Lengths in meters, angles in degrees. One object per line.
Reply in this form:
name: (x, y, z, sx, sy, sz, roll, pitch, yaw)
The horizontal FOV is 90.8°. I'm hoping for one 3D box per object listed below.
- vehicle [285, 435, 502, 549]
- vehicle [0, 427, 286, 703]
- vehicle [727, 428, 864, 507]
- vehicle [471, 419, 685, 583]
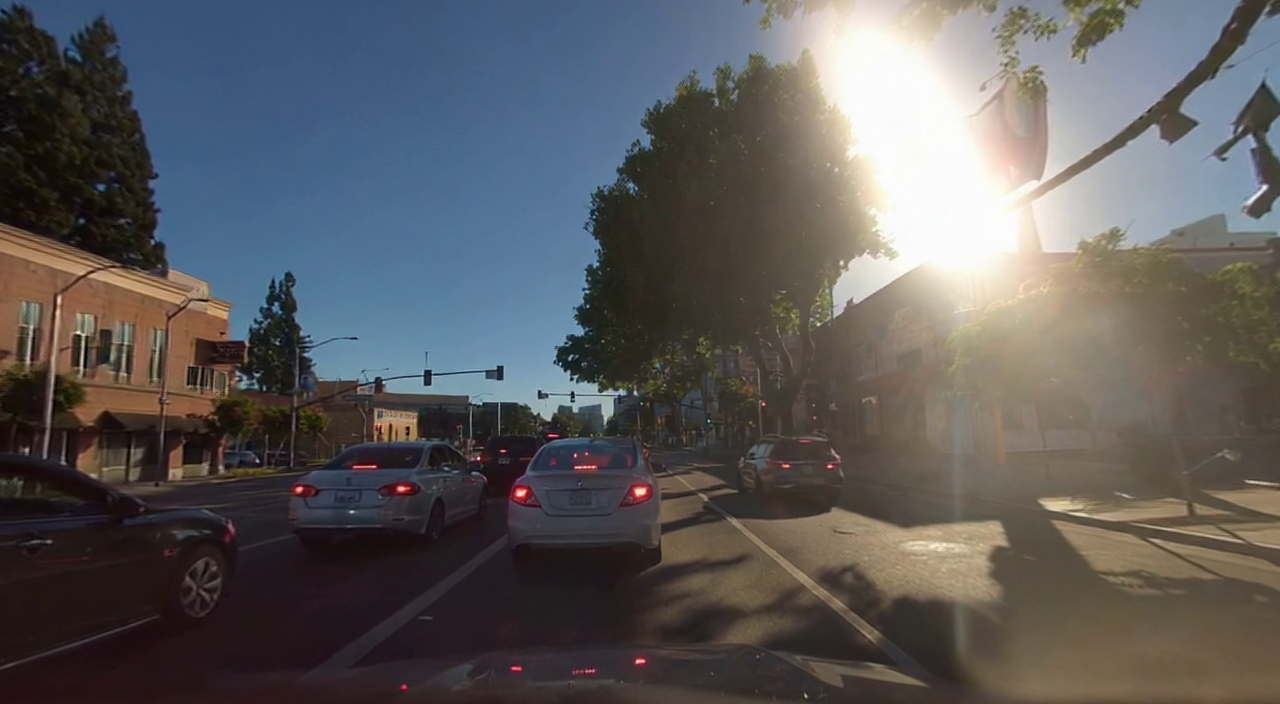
vehicle: (-3.736, 2.174, 10.508, 1.950, 1.487, 4.130, 0, -9, 0)
vehicle: (-4.155, 1.134, 3.285, 2.020, 1.457, 4.496, 0, -9, 0)
vehicle: (3.583, 2.766, 15.527, 2.097, 1.651, 4.300, 0, -9, -2)
vehicle: (-0.625, 1.731, 8.106, 2.042, 1.555, 3.912, 0, -9, -1)
